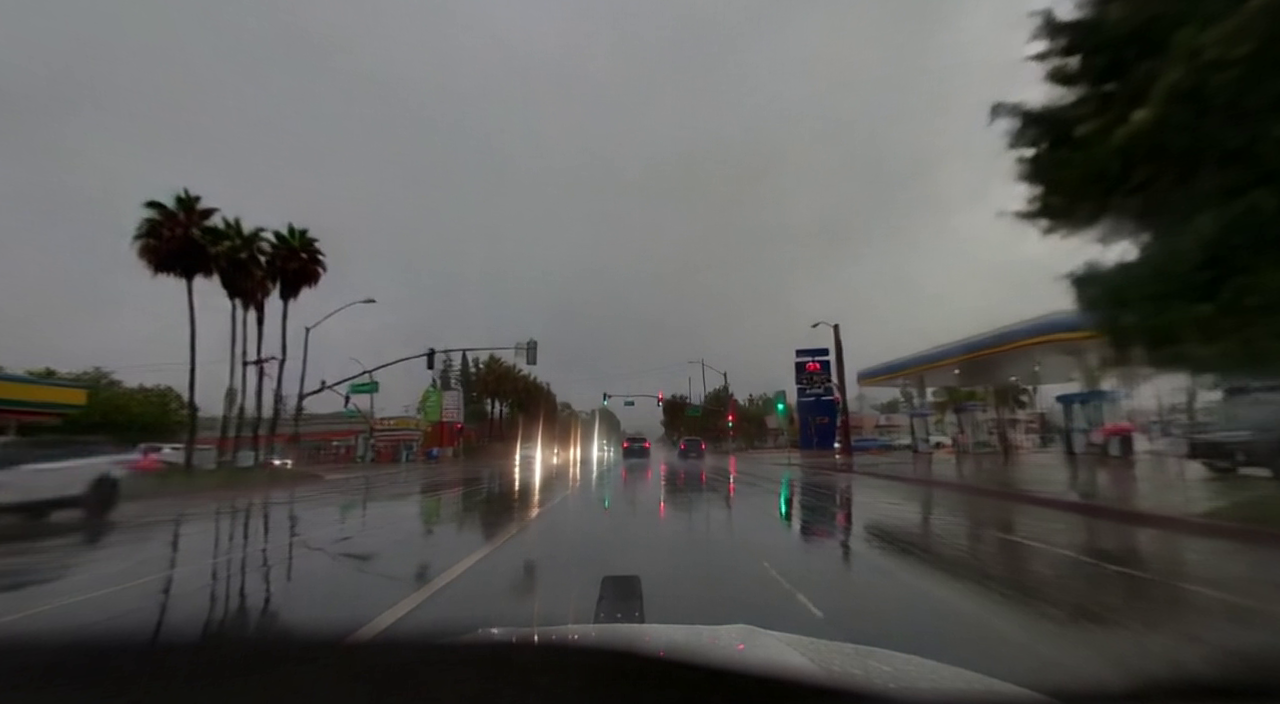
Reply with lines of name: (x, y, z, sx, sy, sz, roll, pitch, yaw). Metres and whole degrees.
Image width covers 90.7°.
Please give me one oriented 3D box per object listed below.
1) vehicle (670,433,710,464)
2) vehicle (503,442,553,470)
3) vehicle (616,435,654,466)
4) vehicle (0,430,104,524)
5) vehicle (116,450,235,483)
vehicle: (3.230, 6.367, 41.988, 2.190, 1.913, 5.174, 0, -8, -1)
vehicle: (-6.252, 5.826, 35.823, 1.979, 1.480, 4.553, 0, -8, 1)
vehicle: (-0.310, 5.960, 38.401, 2.177, 1.754, 3.815, 0, -8, 0)
vehicle: (-13.297, 2.396, 12.079, 2.111, 1.791, 4.542, 0, -8, -1)
vehicle: (-22.099, 5.414, 30.174, 4.469, 1.459, 1.972, -2, -8, 10)
